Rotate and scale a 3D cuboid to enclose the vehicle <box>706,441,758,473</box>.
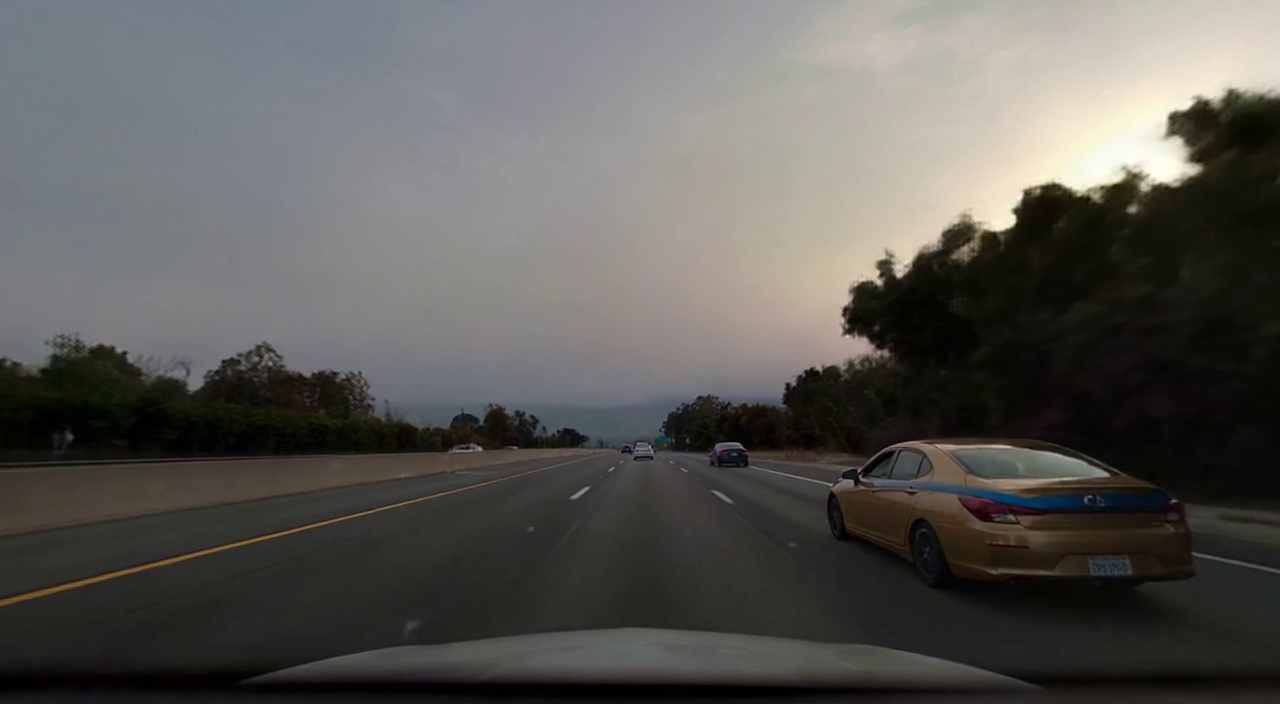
[{"bbox_3d":[4.687,5.439,32.702,2.008,1.524,4.598,0,-8,0],"label":"vehicle"}]

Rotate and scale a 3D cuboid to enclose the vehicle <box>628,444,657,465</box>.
[{"bbox_3d":[0.160,7.446,45.956,2.052,1.449,3.857,0,-8,0],"label":"vehicle"}]
